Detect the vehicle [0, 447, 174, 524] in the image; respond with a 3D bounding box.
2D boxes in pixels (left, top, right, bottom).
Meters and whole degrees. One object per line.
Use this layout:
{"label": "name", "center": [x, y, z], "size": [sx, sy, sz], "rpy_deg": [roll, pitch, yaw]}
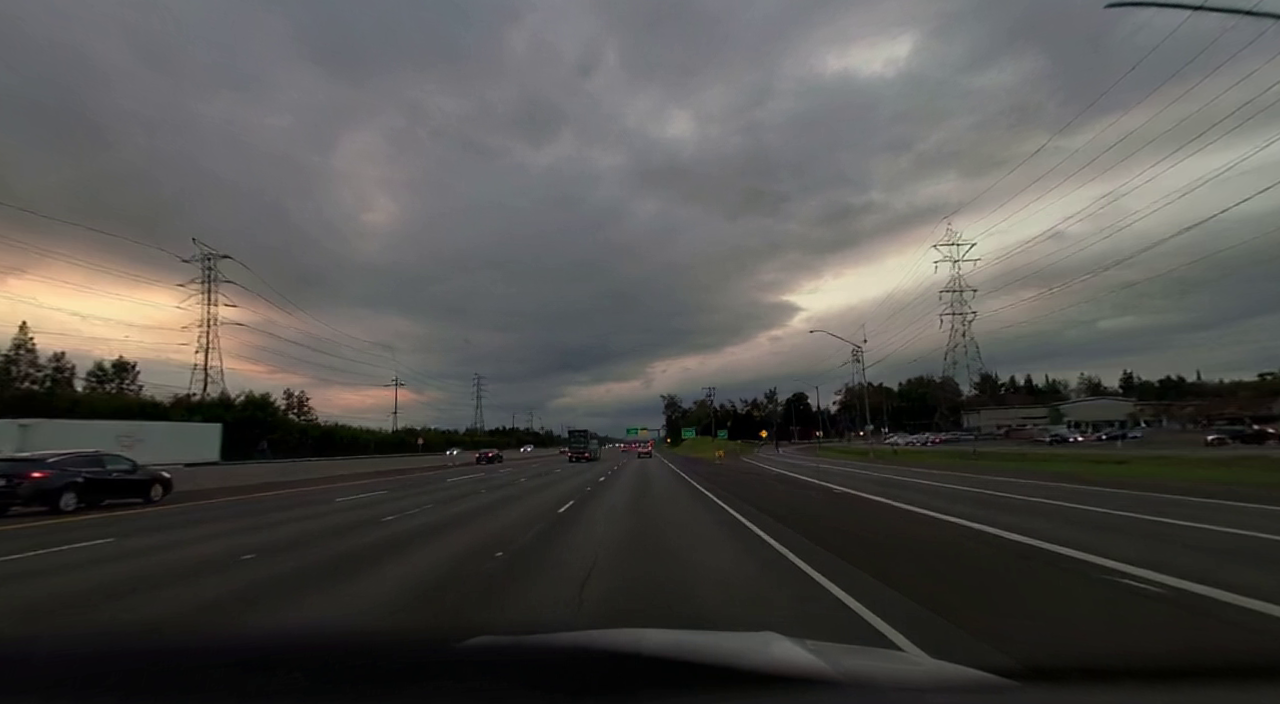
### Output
{"label": "vehicle", "center": [-13.558, 2.966, 14.669], "size": [1.988, 1.477, 4.442], "rpy_deg": [0, -8, 1]}
